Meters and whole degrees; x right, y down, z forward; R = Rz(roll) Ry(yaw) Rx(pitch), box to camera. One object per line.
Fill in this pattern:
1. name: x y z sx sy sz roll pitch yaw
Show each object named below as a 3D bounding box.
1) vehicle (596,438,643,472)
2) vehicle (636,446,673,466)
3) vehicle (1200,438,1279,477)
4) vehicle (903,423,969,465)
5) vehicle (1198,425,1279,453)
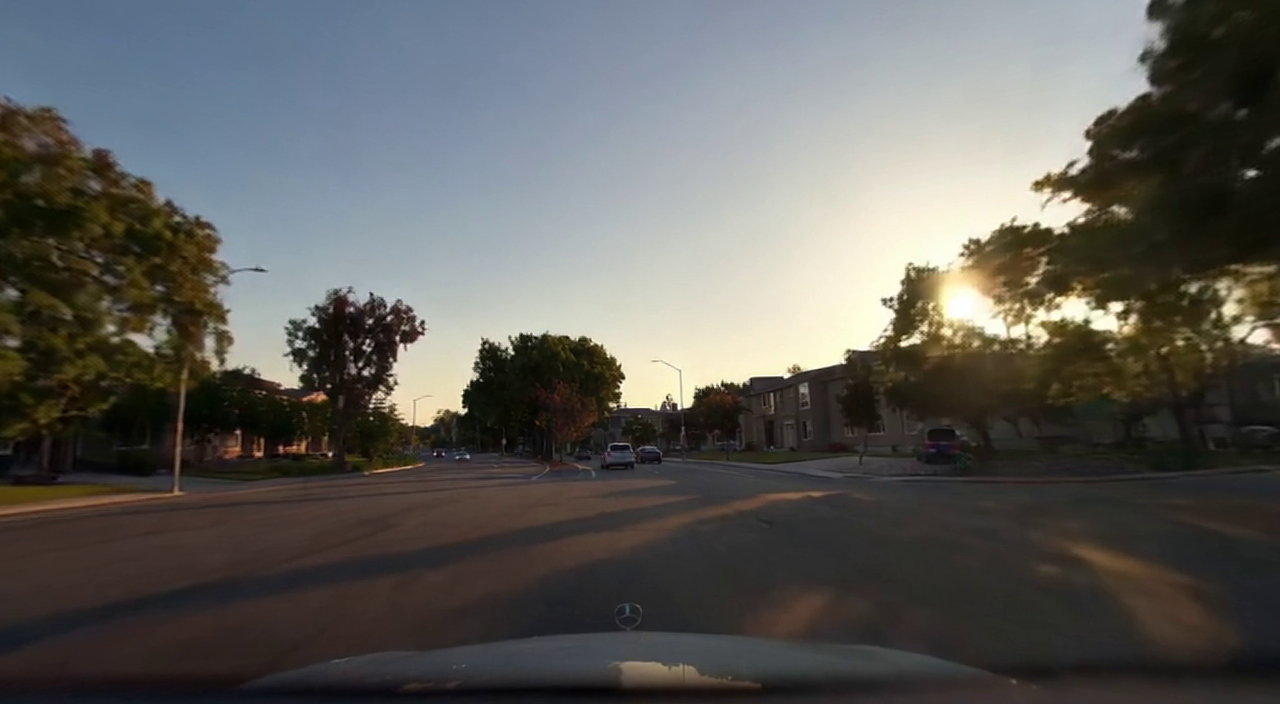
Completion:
1. vehicle: -1.238 5.784 35.486 2.165 1.783 4.391 2 -8 -8
2. vehicle: 1.106 8.142 49.385 1.915 1.495 4.880 2 -8 -10
3. vehicle: 24.743 4.122 24.541 4.466 1.414 1.977 3 -9 -14
4. vehicle: 14.958 4.653 31.761 2.666 1.892 5.391 -3 -9 25
5. vehicle: 35.659 5.007 36.043 1.847 1.578 4.998 7 -10 -36
